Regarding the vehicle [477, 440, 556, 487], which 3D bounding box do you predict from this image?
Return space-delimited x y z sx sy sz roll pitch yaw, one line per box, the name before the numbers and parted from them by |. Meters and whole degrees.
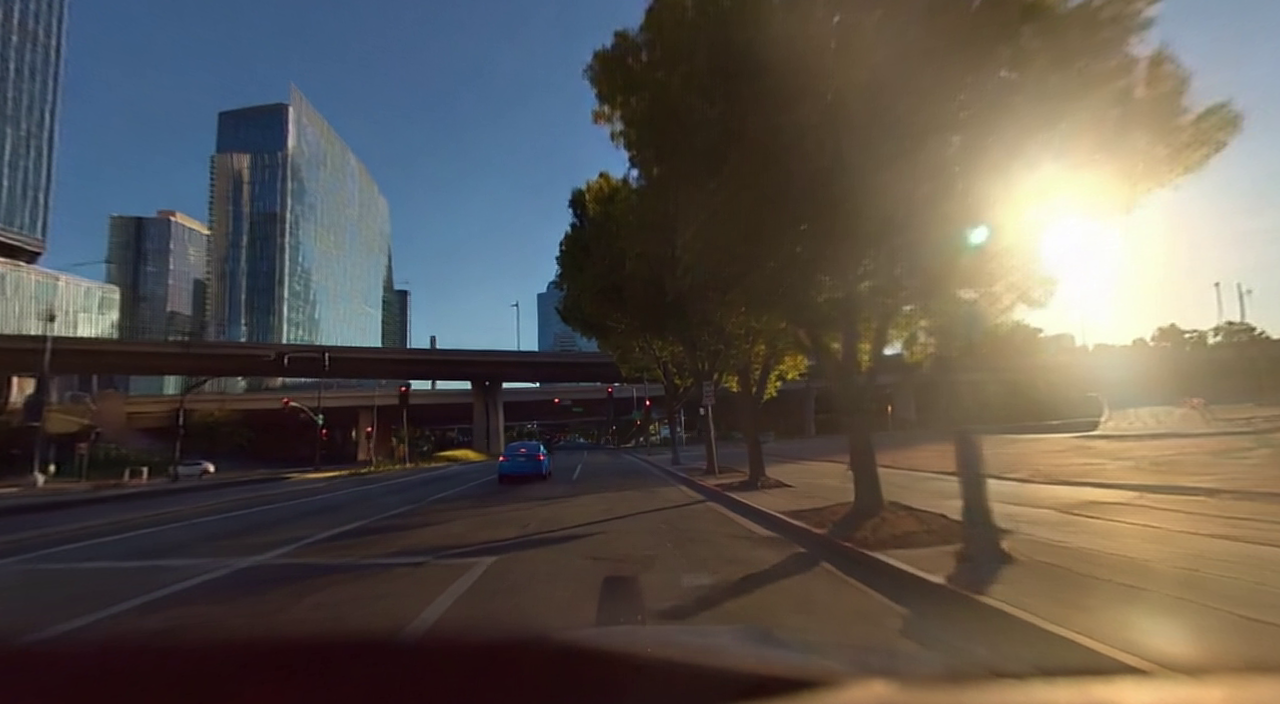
vehicle | -4.375 3.978 23.087 2.154 1.465 4.532 -1 -8 -3
